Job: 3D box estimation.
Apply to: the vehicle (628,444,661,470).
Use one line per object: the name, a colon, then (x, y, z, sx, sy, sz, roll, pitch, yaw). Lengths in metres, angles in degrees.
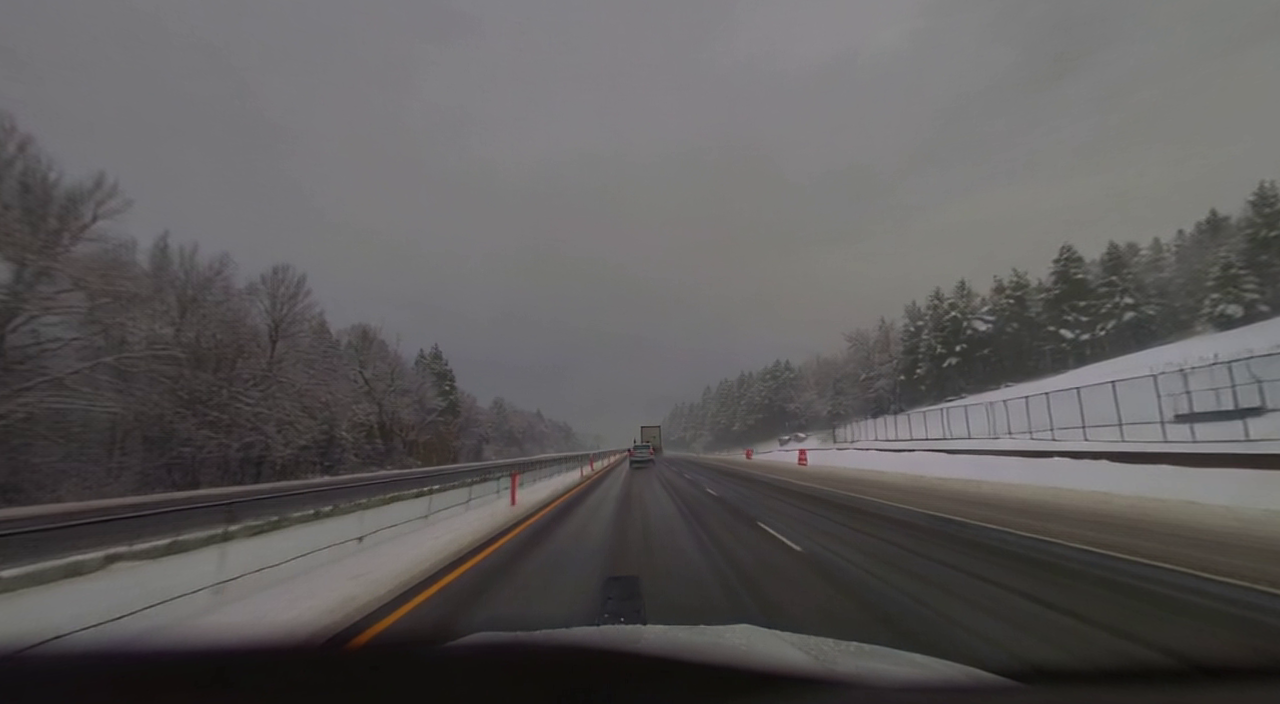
vehicle: (0.250, 6.902, 41.500, 2.065, 1.573, 3.734, 0, -9, -1)
